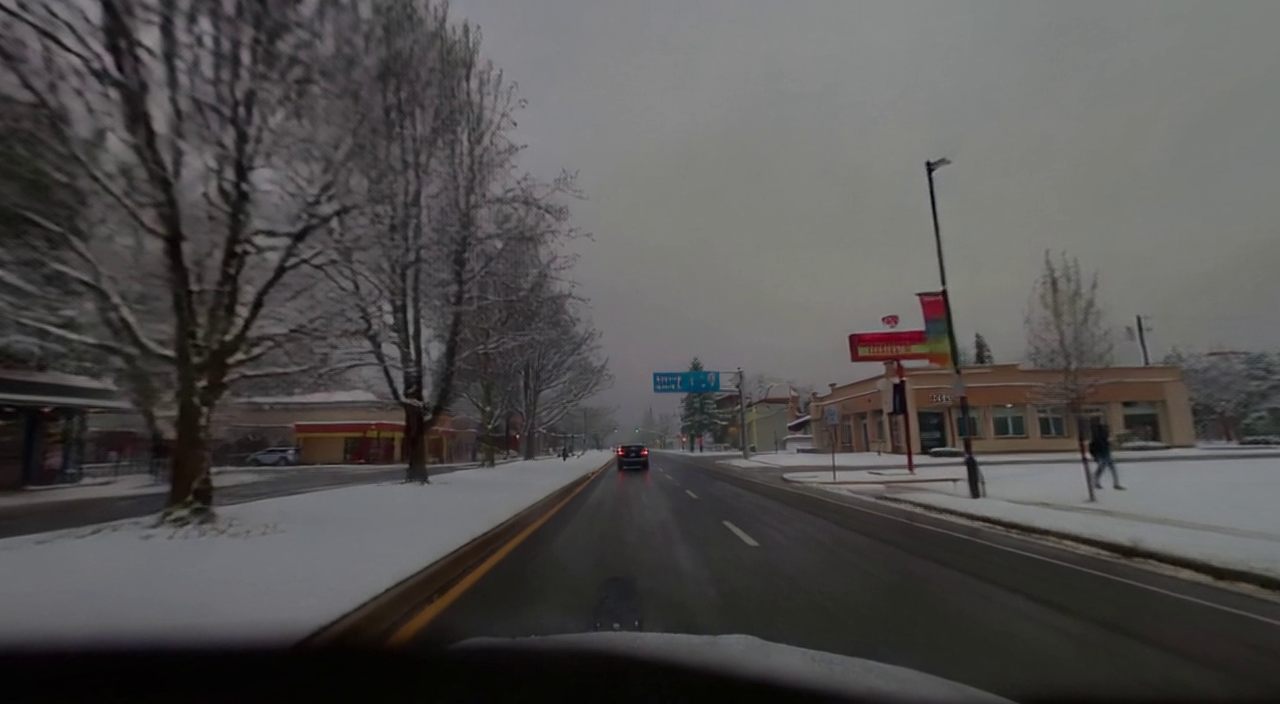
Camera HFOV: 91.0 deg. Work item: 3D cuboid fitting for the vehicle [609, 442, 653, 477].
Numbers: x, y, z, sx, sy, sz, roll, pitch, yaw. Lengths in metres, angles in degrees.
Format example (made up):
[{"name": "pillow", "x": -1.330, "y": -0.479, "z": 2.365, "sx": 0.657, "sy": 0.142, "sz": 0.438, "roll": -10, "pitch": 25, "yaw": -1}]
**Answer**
[{"name": "vehicle", "x": -0.438, "y": 5.833, "z": 34.282, "sx": 2.235, "sy": 1.719, "sz": 4.292, "roll": 2, "pitch": -9, "yaw": 1}]
